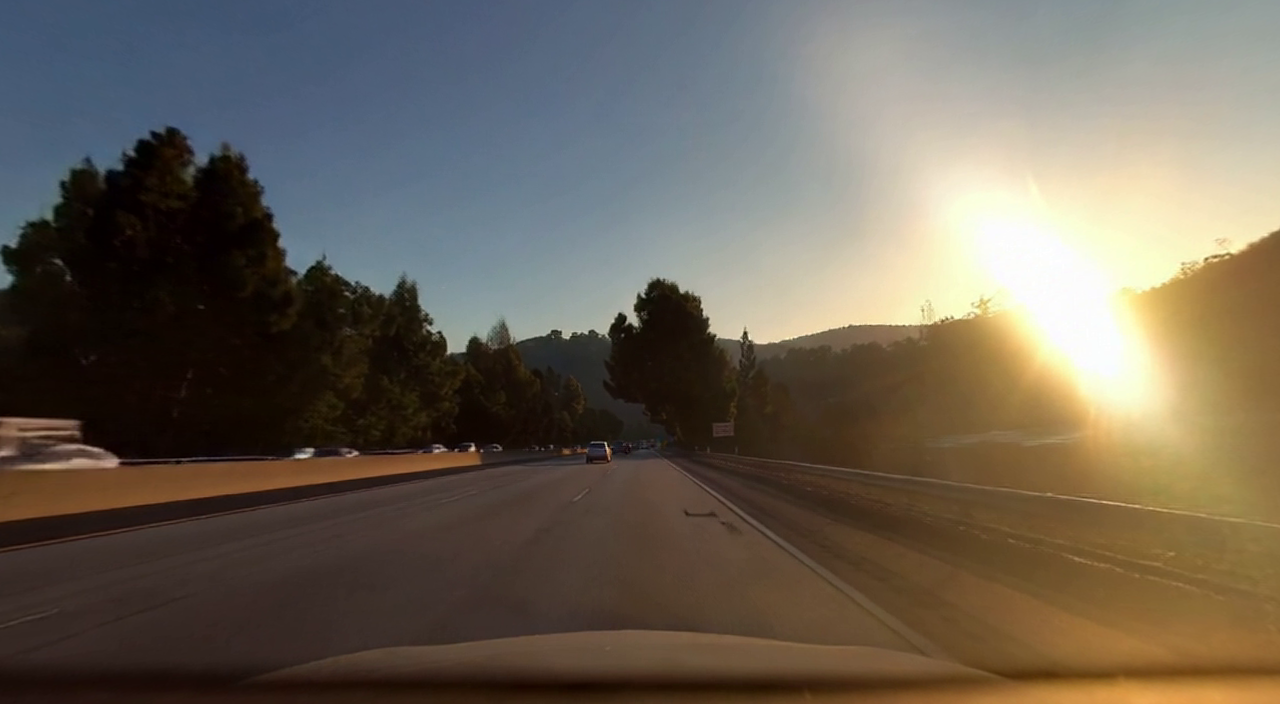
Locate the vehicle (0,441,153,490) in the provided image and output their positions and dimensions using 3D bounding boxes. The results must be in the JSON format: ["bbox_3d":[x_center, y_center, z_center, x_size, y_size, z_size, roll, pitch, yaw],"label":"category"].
[{"bbox_3d":[-21.016,4.096,23.283,1.975,1.598,5.004,0,-8,1],"label":"vehicle"}]

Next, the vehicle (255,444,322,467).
[{"bbox_3d":[-25.725,7.583,46.361,1.986,1.555,4.851,0,-8,2],"label":"vehicle"}]

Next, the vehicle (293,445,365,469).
[{"bbox_3d":[-20.820,7.047,42.485,2.288,1.498,4.813,0,-8,1],"label":"vehicle"}]
